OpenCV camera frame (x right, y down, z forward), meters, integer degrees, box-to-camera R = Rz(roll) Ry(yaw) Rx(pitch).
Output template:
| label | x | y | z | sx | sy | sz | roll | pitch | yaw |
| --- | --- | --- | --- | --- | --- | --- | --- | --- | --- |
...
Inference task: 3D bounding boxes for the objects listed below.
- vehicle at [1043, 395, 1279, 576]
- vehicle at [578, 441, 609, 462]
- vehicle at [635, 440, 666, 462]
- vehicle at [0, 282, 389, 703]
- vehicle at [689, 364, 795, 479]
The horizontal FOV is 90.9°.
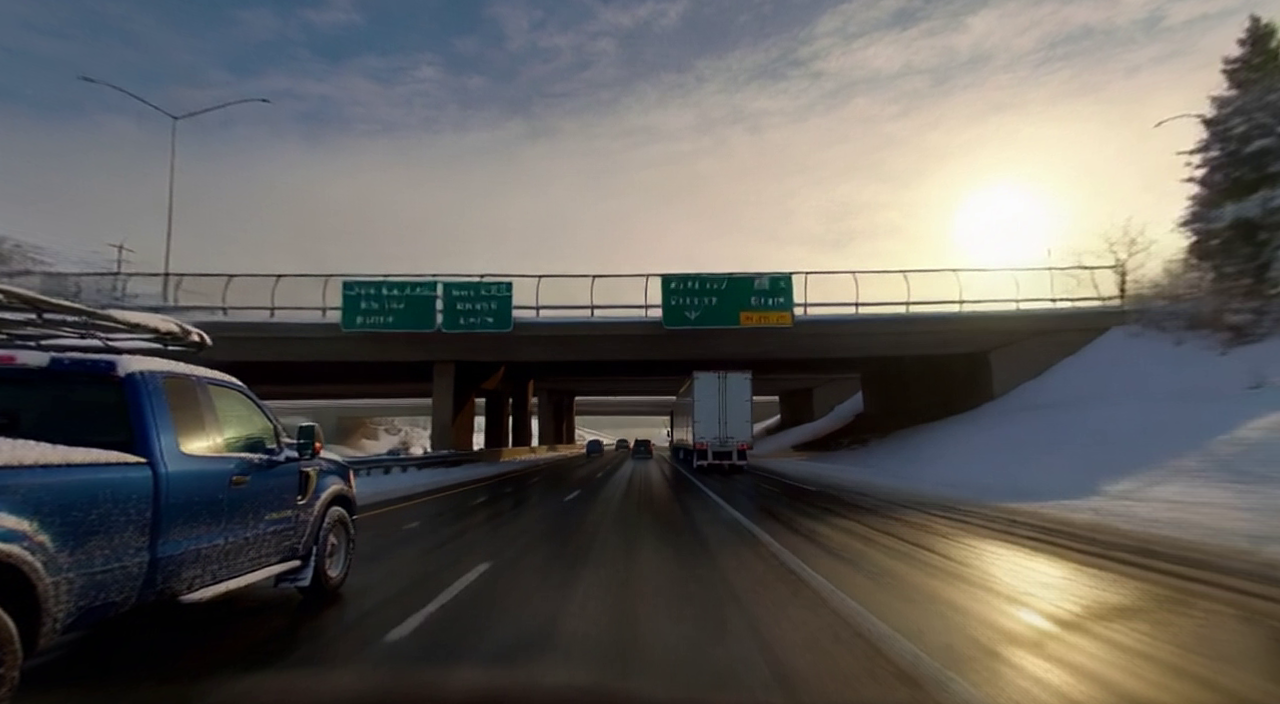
| label | x | y | z | sx | sy | sz | roll | pitch | yaw |
| --- | --- | --- | --- | --- | --- | --- | --- | --- | --- |
| vehicle | 7.112 | 1.436 | 7.144 | 1.999 | 1.700 | 4.640 | 0 | -8 | 0 |
| vehicle | -3.425 | 7.441 | 47.298 | 2.077 | 1.446 | 4.106 | 0 | -8 | 0 |
| vehicle | 0.732 | 7.114 | 45.356 | 2.092 | 1.446 | 4.092 | 0 | -8 | 0 |
| vehicle | -4.133 | 0.863 | 3.701 | 2.599 | 2.054 | 6.288 | -1 | -8 | 1 |
| vehicle | 4.090 | 3.383 | 28.675 | 2.885 | 4.036 | 12.891 | 0 | -8 | 1 |
